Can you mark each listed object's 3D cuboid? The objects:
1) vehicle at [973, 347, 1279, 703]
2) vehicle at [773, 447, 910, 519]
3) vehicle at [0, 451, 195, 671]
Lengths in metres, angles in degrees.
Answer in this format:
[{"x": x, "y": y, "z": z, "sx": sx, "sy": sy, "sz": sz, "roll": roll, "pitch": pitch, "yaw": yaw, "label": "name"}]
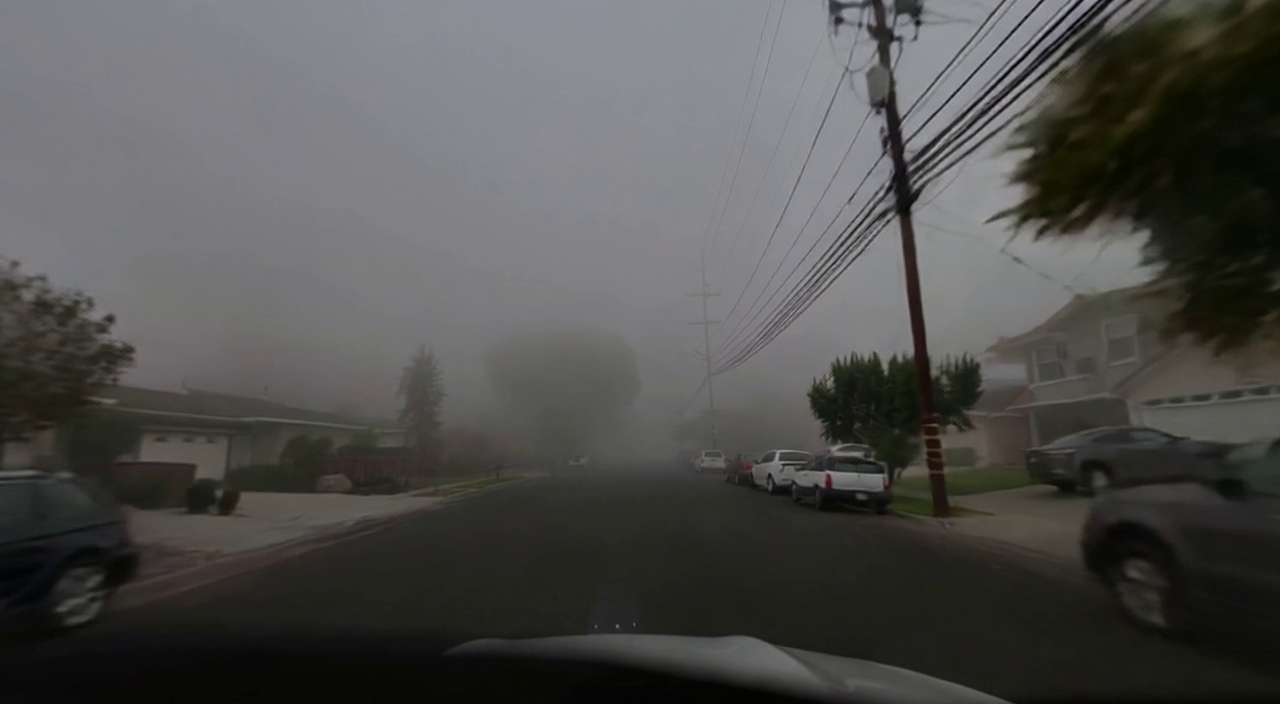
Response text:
[{"x": 4.565, "y": 0.894, "z": 3.069, "sx": 2.462, "sy": 1.894, "sz": 6.076, "roll": 0, "pitch": -9, "yaw": -1, "label": "vehicle"}, {"x": 4.662, "y": 3.051, "z": 15.390, "sx": 1.859, "sy": 1.469, "sz": 4.550, "roll": 0, "pitch": -9, "yaw": 0, "label": "vehicle"}, {"x": -5.374, "y": 1.421, "z": 4.107, "sx": 1.856, "sy": 1.499, "sz": 4.216, "roll": 0, "pitch": -8, "yaw": 0, "label": "vehicle"}]
